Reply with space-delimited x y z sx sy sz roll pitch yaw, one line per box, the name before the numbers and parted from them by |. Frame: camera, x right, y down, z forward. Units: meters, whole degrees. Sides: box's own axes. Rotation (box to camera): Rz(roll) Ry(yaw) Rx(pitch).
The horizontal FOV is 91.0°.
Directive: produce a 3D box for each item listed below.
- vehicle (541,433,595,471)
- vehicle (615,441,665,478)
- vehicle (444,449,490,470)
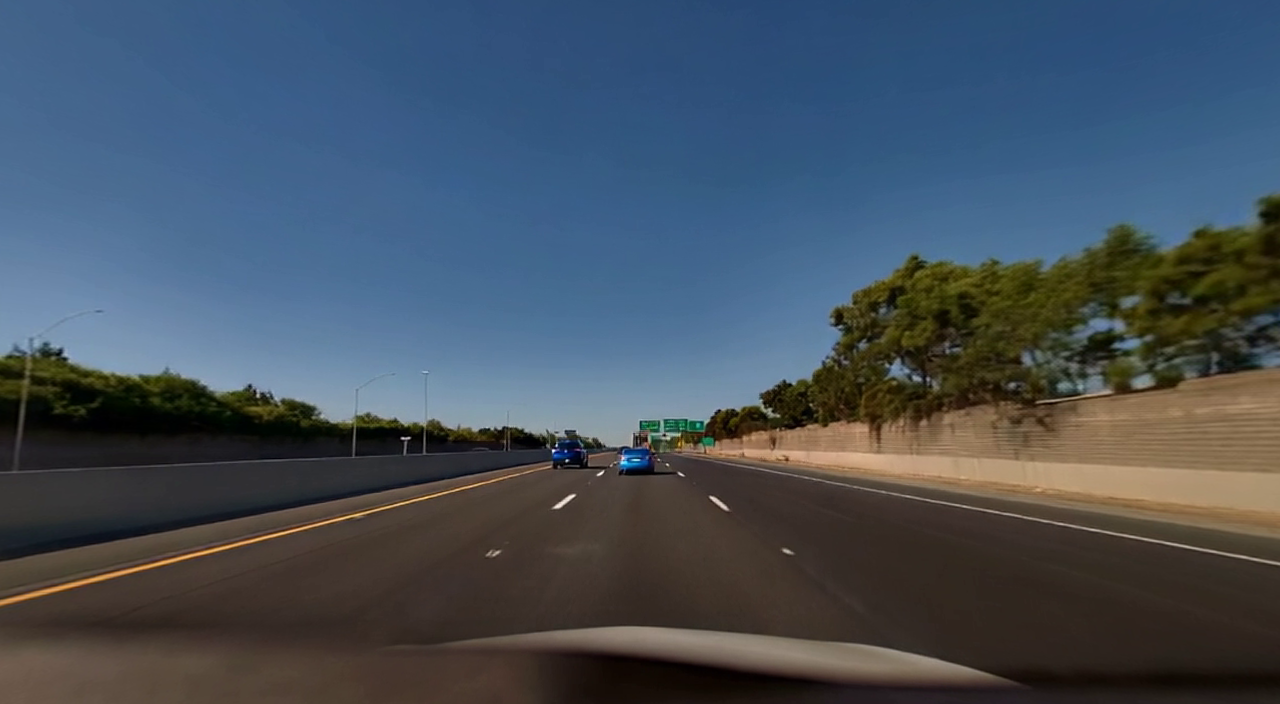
vehicle | -3.757 5.387 33.946 2.264 1.901 4.647 0 -9 1
vehicle | 0.019 4.828 28.569 2.086 1.548 4.325 0 -9 0
vehicle | -13.272 8.275 48.584 2.059 1.512 4.244 0 -9 3
